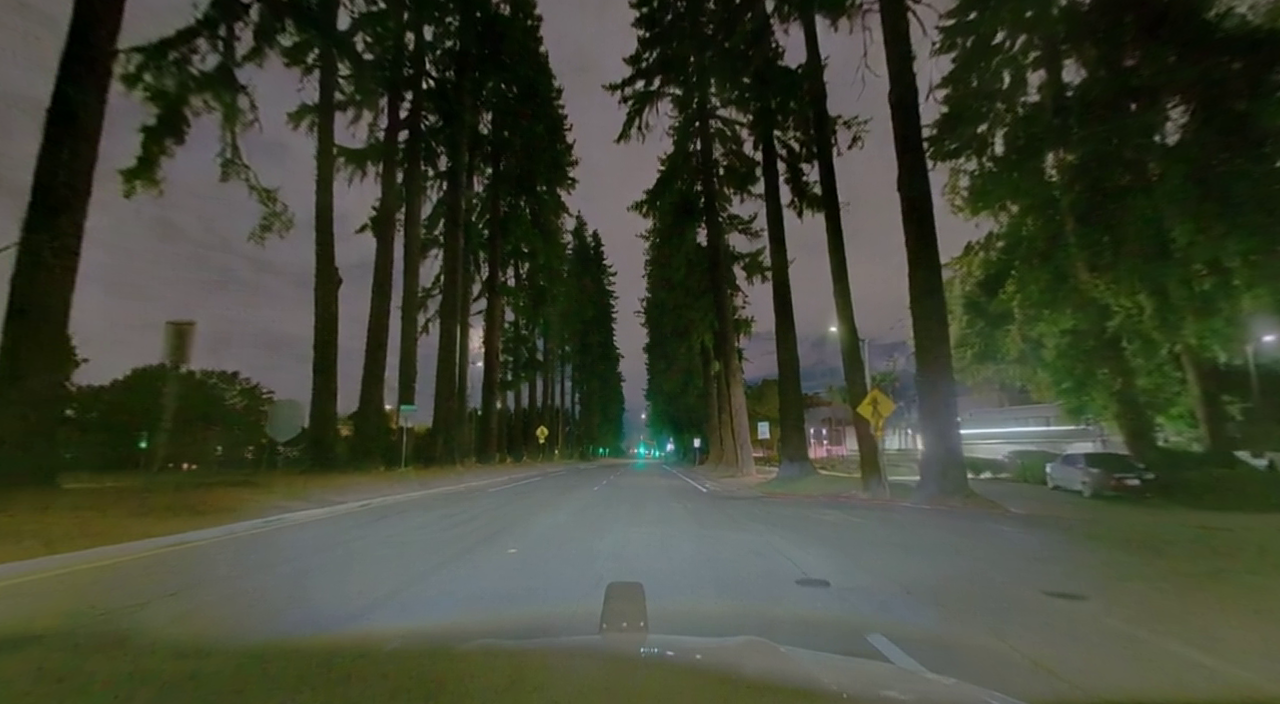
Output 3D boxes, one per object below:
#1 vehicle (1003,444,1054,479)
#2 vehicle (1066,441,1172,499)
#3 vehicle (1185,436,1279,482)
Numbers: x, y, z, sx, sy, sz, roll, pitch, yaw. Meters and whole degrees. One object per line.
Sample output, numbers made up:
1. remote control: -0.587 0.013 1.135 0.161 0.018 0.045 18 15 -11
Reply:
1. vehicle: 20.129 5.628 32.602 1.958 1.644 4.527 -6 -10 32
2. vehicle: 14.873 3.617 19.861 2.063 1.588 4.759 -6 -10 31
3. vehicle: 27.096 4.846 28.914 2.055 1.899 4.487 -6 -10 28
